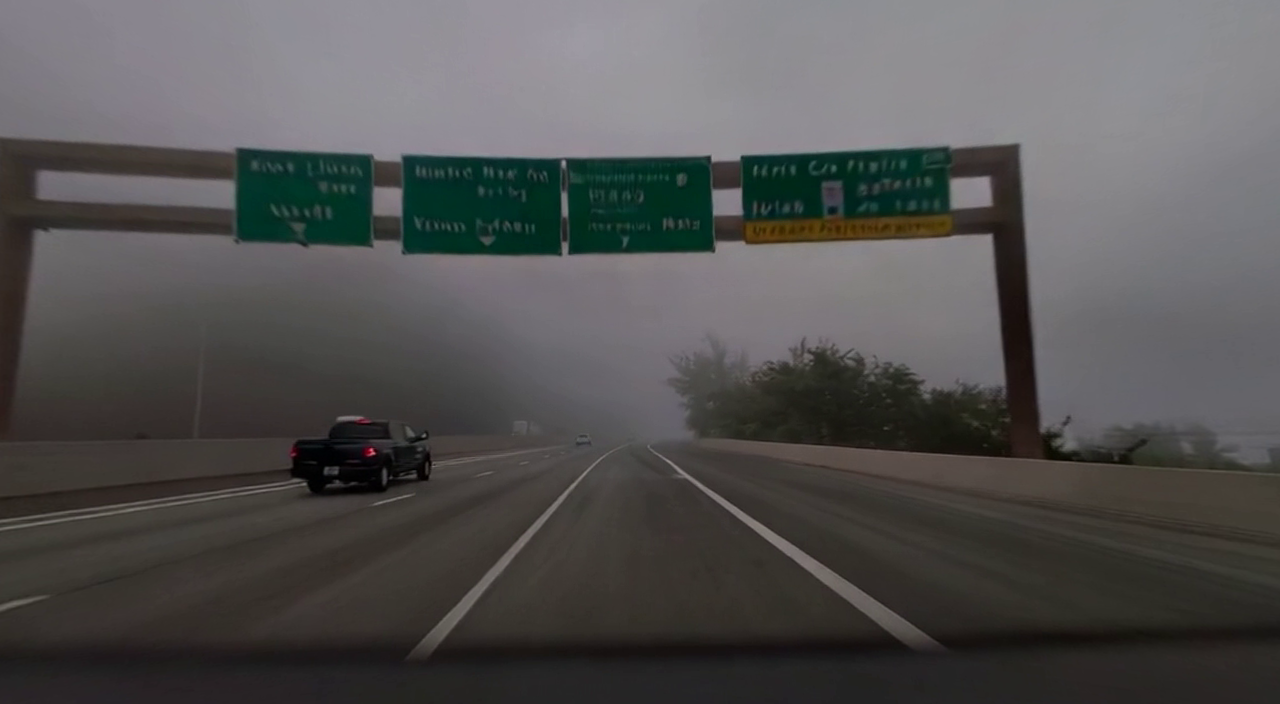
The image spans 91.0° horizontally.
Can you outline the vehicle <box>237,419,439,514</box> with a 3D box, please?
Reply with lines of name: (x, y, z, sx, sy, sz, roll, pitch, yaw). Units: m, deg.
vehicle: (-6.146, 2.363, 13.621, 2.055, 1.662, 4.773, 0, -8, -1)
